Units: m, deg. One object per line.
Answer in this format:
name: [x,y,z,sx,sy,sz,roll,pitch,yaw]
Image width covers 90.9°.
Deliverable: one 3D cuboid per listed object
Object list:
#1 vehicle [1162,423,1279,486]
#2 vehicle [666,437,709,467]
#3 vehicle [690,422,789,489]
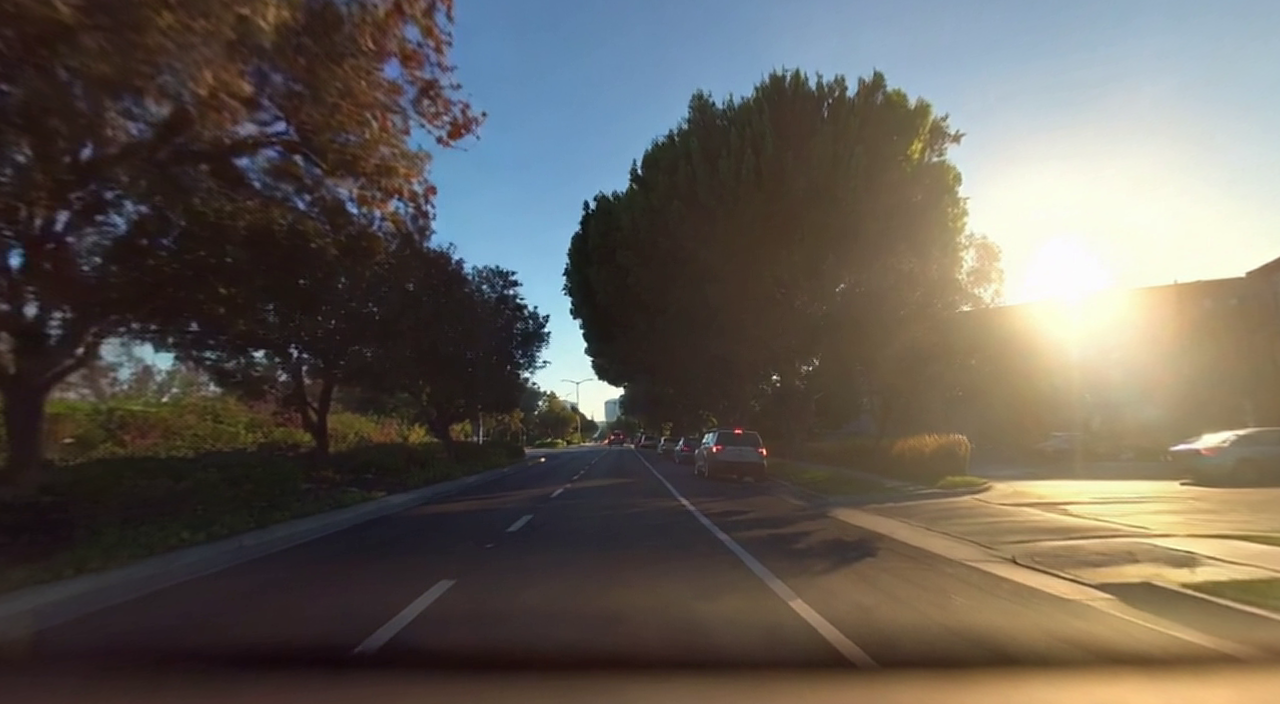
vehicle: [19.041,3.134,19.201,2.068,1.759,4.747,2,-8,-2]
vehicle: [2.635,5.648,35.797,1.832,1.538,4.208,0,-8,-4]
vehicle: [3.063,3.311,20.486,2.226,1.889,4.543,0,-8,-3]
